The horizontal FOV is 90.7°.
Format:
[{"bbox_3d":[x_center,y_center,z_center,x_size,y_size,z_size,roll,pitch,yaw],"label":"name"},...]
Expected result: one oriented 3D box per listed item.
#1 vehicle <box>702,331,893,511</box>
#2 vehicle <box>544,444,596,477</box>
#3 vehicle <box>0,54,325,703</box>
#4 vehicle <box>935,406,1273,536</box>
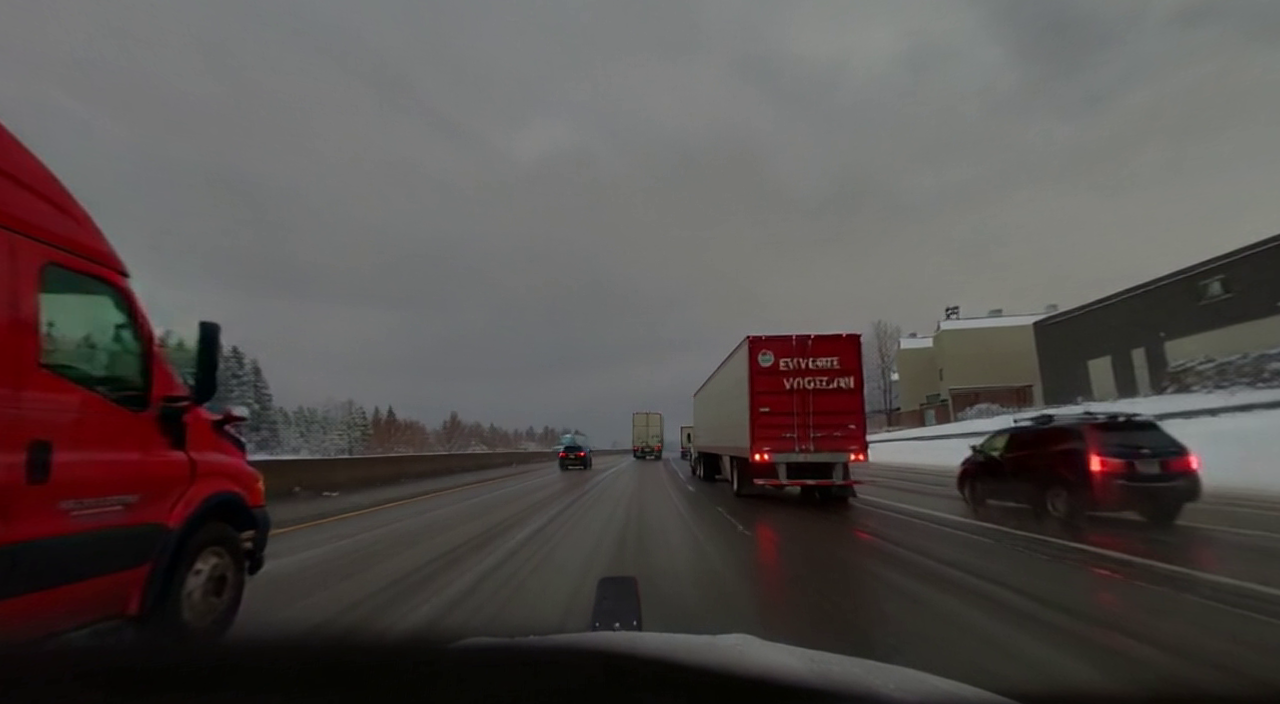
[{"bbox_3d":[4.119,2.483,20.711,2.951,3.974,13.340,0,-8,1],"label":"vehicle"},{"bbox_3d":[-3.344,5.292,31.115,2.024,1.472,4.014,-1,-8,1],"label":"vehicle"},{"bbox_3d":[-3.717,0.159,1.403,2.557,2.855,6.674,0,-9,0],"label":"vehicle"},{"bbox_3d":[8.244,2.191,12.322,2.216,1.918,5.742,0,-9,0],"label":"vehicle"}]
